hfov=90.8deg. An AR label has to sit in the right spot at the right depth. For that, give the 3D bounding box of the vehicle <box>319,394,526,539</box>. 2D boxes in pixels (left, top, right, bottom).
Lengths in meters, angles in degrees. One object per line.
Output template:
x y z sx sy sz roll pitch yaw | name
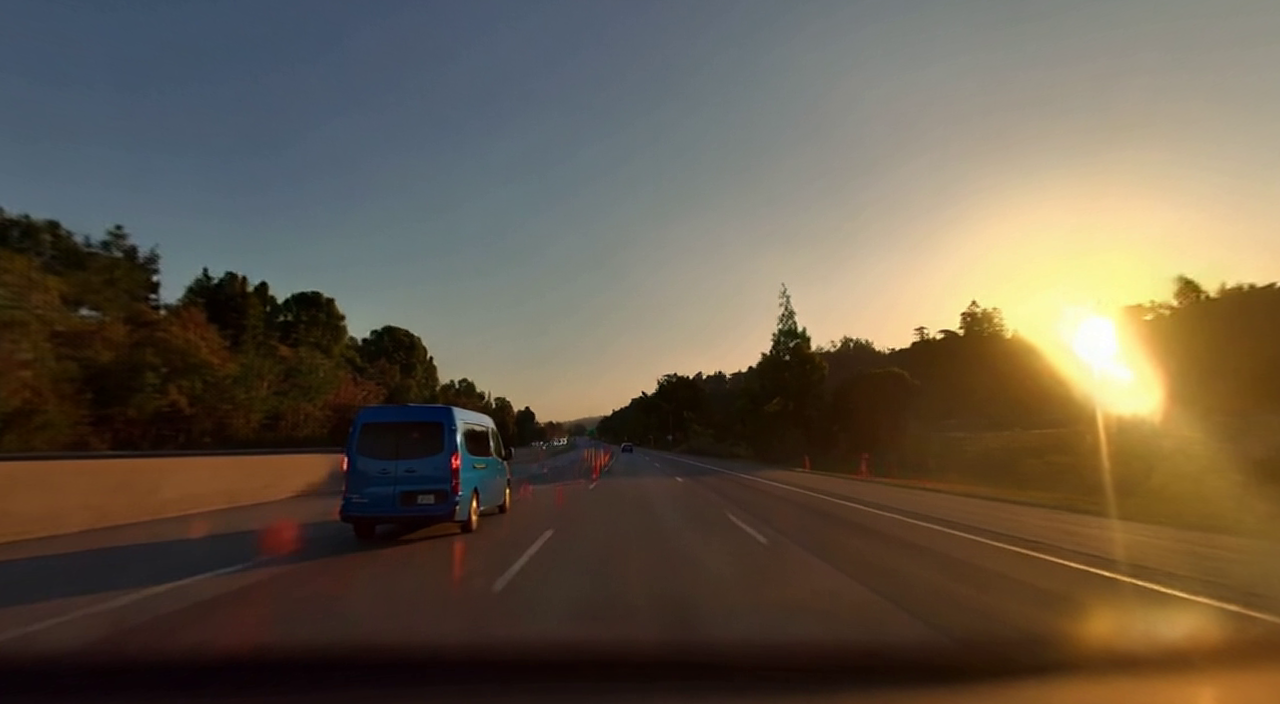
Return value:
-3.412 1.915 11.015 2.046 1.982 4.465 0 -9 -1 | vehicle
